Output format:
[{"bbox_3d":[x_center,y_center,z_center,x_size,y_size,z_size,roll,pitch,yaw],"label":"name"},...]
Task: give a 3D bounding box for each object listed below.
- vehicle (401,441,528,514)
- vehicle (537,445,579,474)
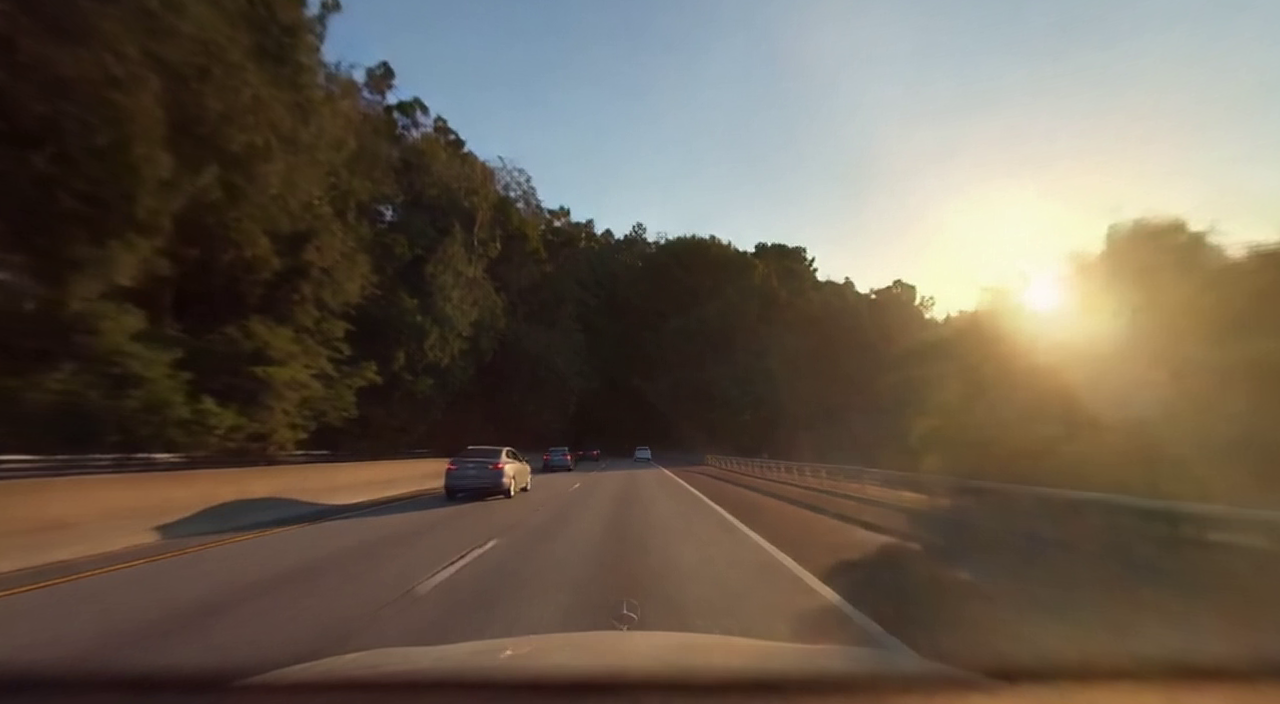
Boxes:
[{"bbox_3d":[-3.965,2.881,14.986,1.897,1.481,3.859,0,-8,0],"label":"vehicle"},{"bbox_3d":[-4.599,6.099,35.996,1.838,1.508,4.317,0,-8,0],"label":"vehicle"}]
